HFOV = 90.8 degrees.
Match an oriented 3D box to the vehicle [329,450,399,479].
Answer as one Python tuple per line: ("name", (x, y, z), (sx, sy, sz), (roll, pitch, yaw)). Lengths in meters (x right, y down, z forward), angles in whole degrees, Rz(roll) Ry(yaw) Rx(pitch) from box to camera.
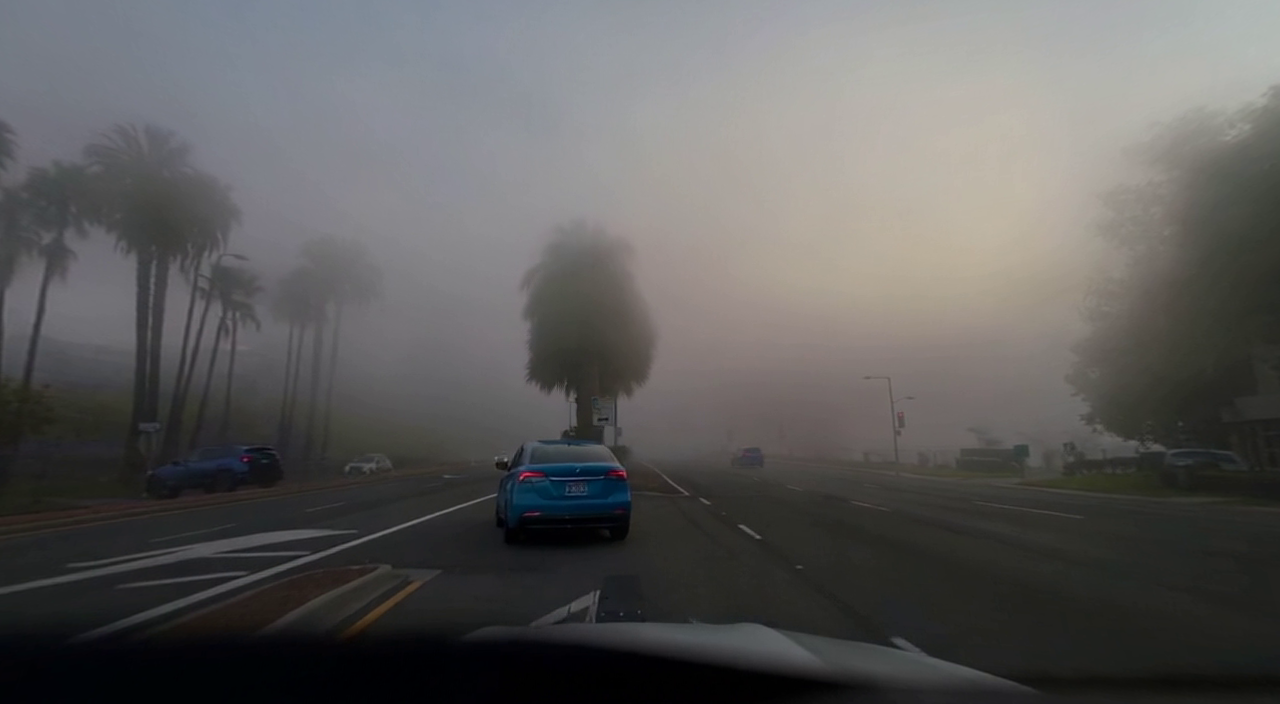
("vehicle", (-15.027, 6.145, 34.744), (2.099, 1.464, 4.615), (1, -9, -5))

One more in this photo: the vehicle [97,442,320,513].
("vehicle", (-10.587, 3.031, 15.619), (4.457, 1.552, 2.095), (-3, -9, 16))

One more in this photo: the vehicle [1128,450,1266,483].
("vehicle", (25.903, 5.317, 29.517), (4.446, 1.464, 1.954), (-1, -9, 4))

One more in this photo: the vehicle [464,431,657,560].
("vehicle", (-1.482, 2.030, 9.790), (1.986, 1.473, 4.382), (3, -9, -20))
